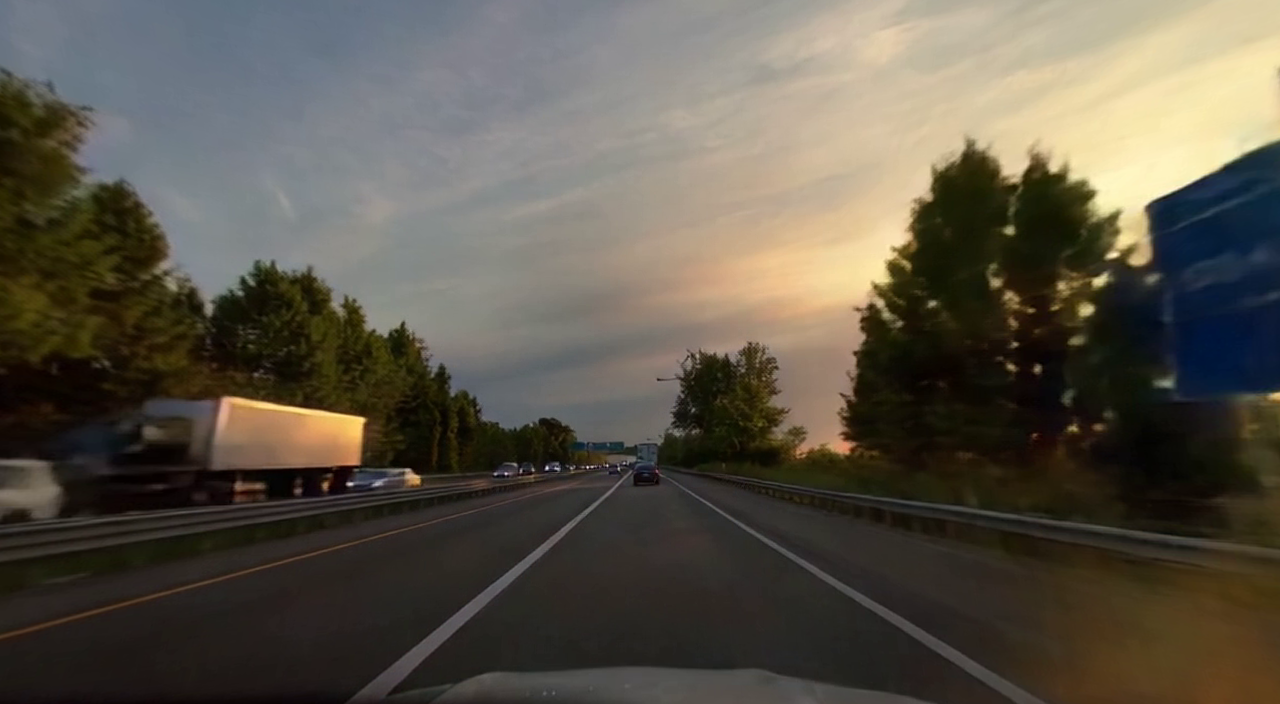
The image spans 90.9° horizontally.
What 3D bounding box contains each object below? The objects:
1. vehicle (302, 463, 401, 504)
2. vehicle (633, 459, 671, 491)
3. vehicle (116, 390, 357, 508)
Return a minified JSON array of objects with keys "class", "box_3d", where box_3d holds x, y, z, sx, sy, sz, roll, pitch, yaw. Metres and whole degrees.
[{"class":"vehicle","box_3d":[-11.219,5.122,24.844,1.829,1.432,4.294,1,-10,0]},{"class":"vehicle","box_3d":[0.676,7.166,36.837,2.048,1.663,4.377,1,-10,0]},{"class":"vehicle","box_3d":[-15.767,4.148,26.173,3.015,3.895,10.076,0,-10,1]}]
